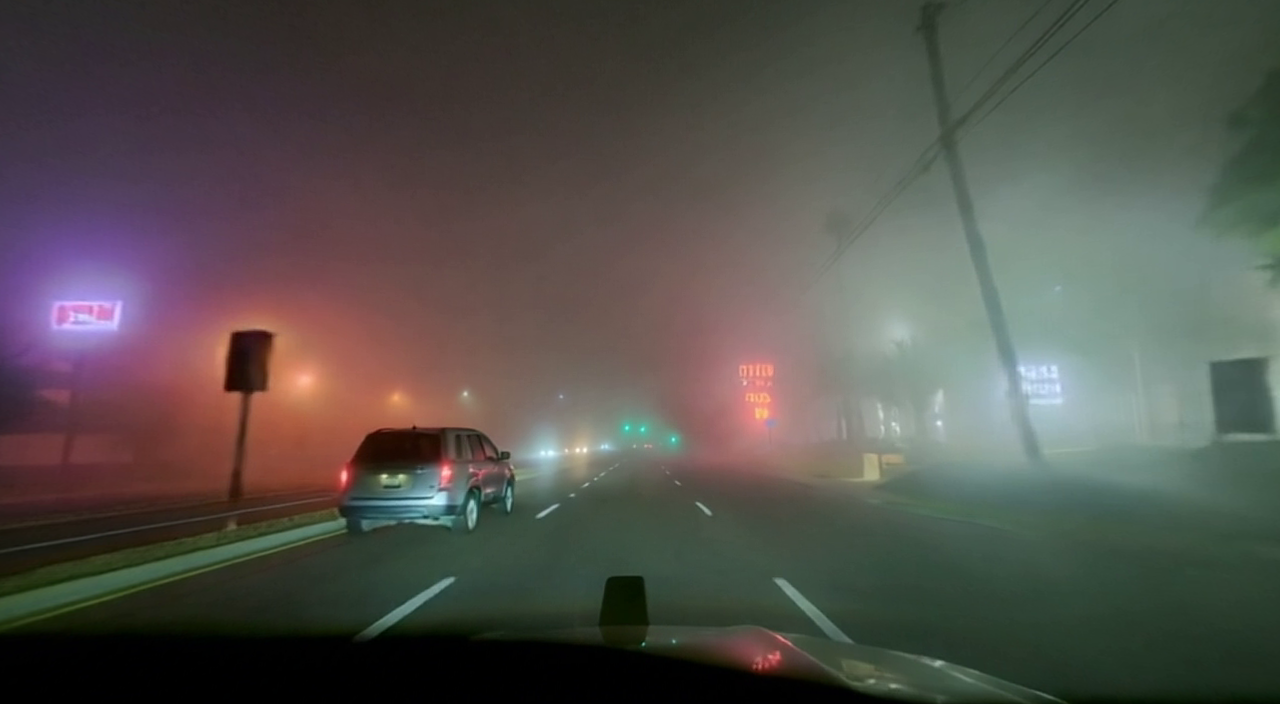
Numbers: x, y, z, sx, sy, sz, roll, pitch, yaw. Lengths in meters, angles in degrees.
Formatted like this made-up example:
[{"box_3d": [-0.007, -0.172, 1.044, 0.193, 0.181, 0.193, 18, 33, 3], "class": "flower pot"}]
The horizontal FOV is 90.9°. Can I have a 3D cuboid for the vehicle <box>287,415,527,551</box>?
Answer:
[{"box_3d": [-3.377, 1.992, 10.354, 2.062, 1.693, 4.669, 0, -8, 1], "class": "vehicle"}]
